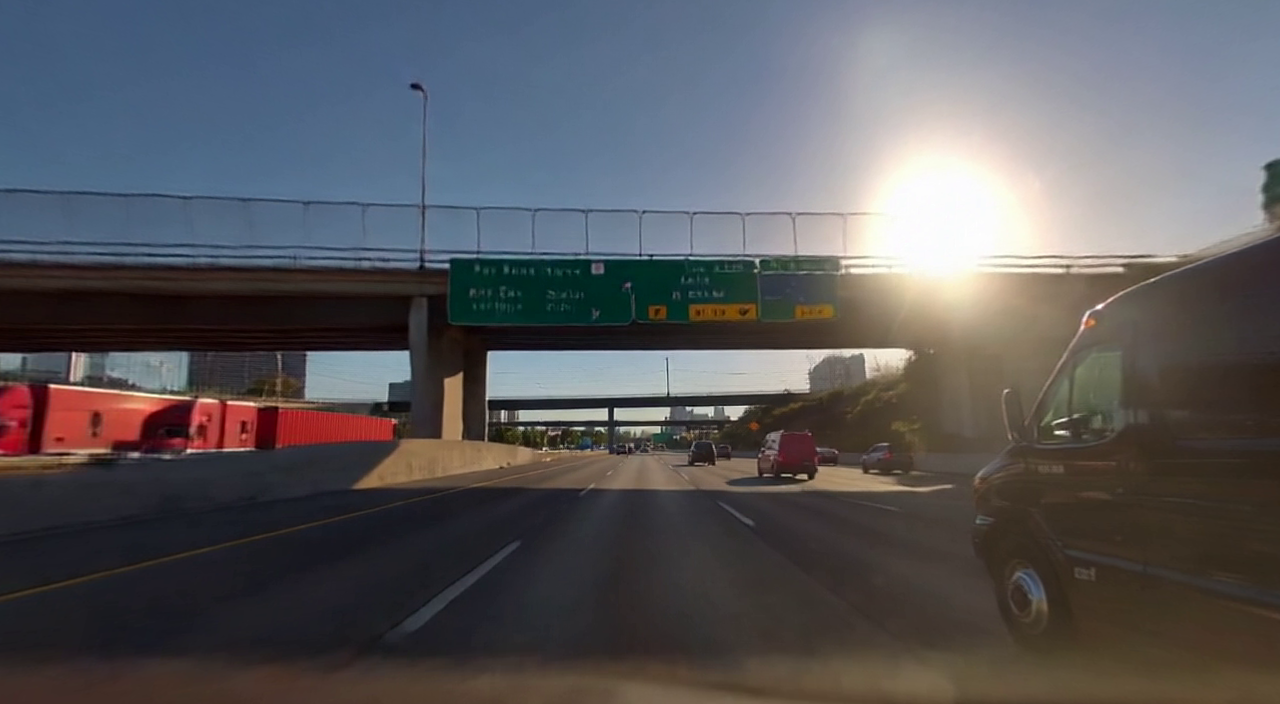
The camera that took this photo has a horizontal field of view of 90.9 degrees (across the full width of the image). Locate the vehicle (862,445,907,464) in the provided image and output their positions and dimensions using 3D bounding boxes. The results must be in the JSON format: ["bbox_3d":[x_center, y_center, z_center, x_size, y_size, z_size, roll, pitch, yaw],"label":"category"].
[{"bbox_3d":[19.020,7.962,49.178,1.802,1.463,4.148,0,-8,-1],"label":"vehicle"}]

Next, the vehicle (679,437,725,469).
[{"bbox_3d":[4.101,6.784,42.650,2.464,1.961,5.520,0,-8,-1],"label":"vehicle"}]

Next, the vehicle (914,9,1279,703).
[{"bbox_3d":[3.286,0.131,1.059,2.436,2.745,7.034,0,-8,0],"label":"vehicle"}]

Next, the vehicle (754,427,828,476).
[{"bbox_3d":[7.441,4.974,31.748,2.301,2.203,5.419,0,-8,-1],"label":"vehicle"}]
